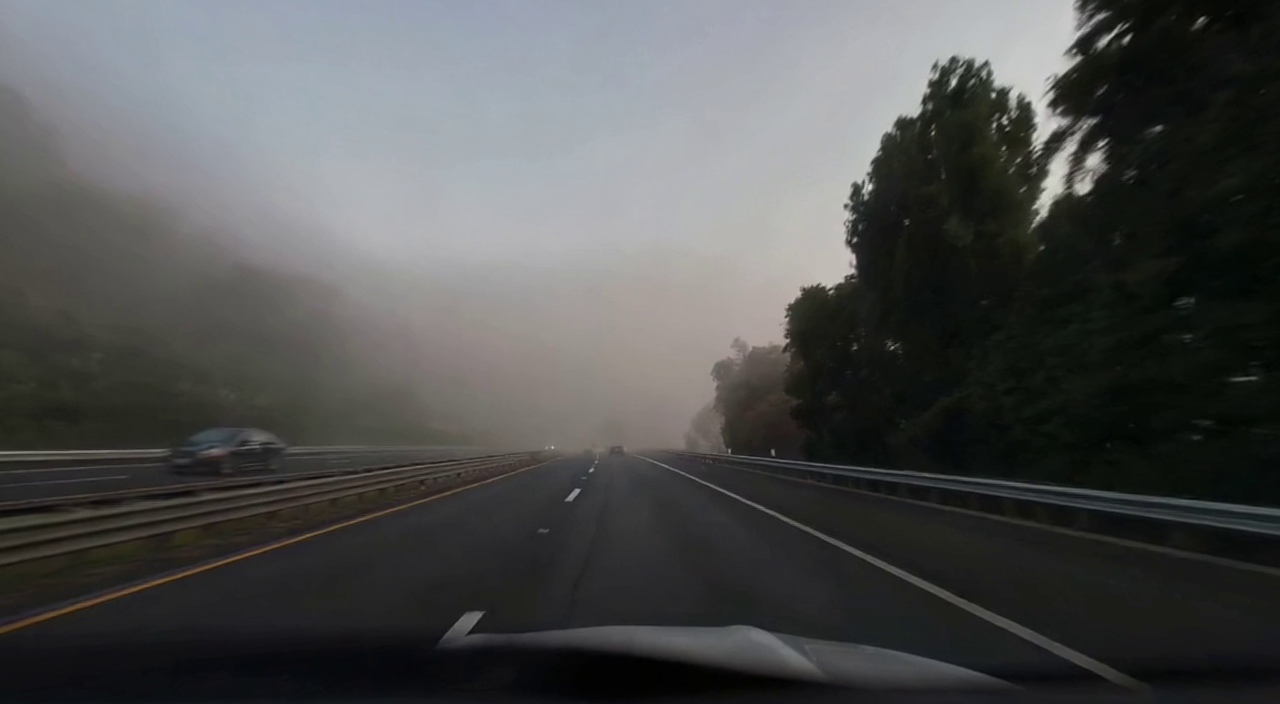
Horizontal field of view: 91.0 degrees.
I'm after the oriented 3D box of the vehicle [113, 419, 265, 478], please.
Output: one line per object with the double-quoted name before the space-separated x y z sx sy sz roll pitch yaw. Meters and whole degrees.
"vehicle" -13.057 2.829 18.551 1.841 1.529 3.778 0 -8 -4
